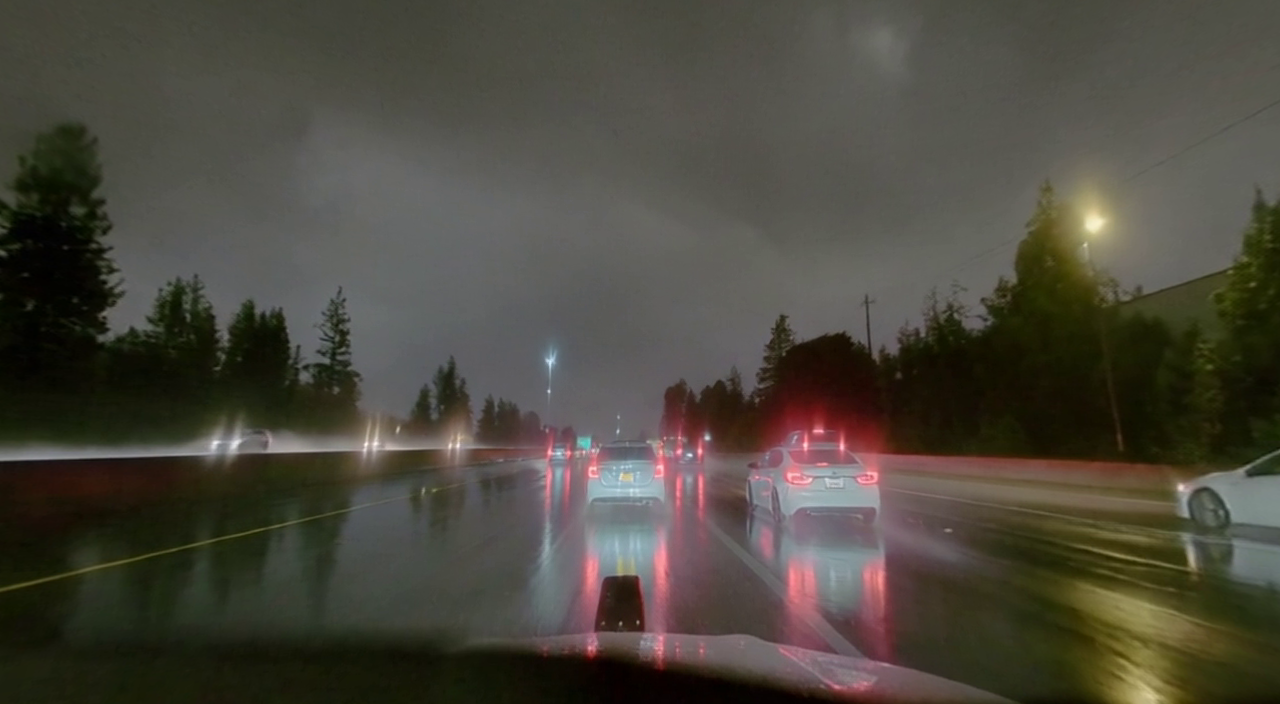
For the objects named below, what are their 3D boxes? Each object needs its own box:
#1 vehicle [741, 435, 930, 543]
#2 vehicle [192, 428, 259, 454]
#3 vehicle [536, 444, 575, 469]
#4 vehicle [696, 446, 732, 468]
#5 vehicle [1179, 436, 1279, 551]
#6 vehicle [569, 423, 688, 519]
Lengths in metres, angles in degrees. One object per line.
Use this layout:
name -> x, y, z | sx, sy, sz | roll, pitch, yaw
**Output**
vehicle -> 3.181, 2.314, 11.309 | 1.975, 1.532, 4.227 | 1, -9, -1
vehicle -> -30.794, 6.640, 46.946 | 1.965, 1.795, 4.589 | 1, -9, -3
vehicle -> -5.403, 6.739, 40.807 | 2.023, 1.497, 4.526 | 1, -9, -2
vehicle -> 5.536, 7.959, 47.875 | 1.972, 1.521, 4.498 | 1, -9, -3
vehicle -> 10.266, 1.921, 8.259 | 2.106, 1.641, 4.671 | 1, -9, -3
vehicle -> -0.242, 2.496, 13.630 | 2.181, 1.728, 3.970 | 1, -9, -1
